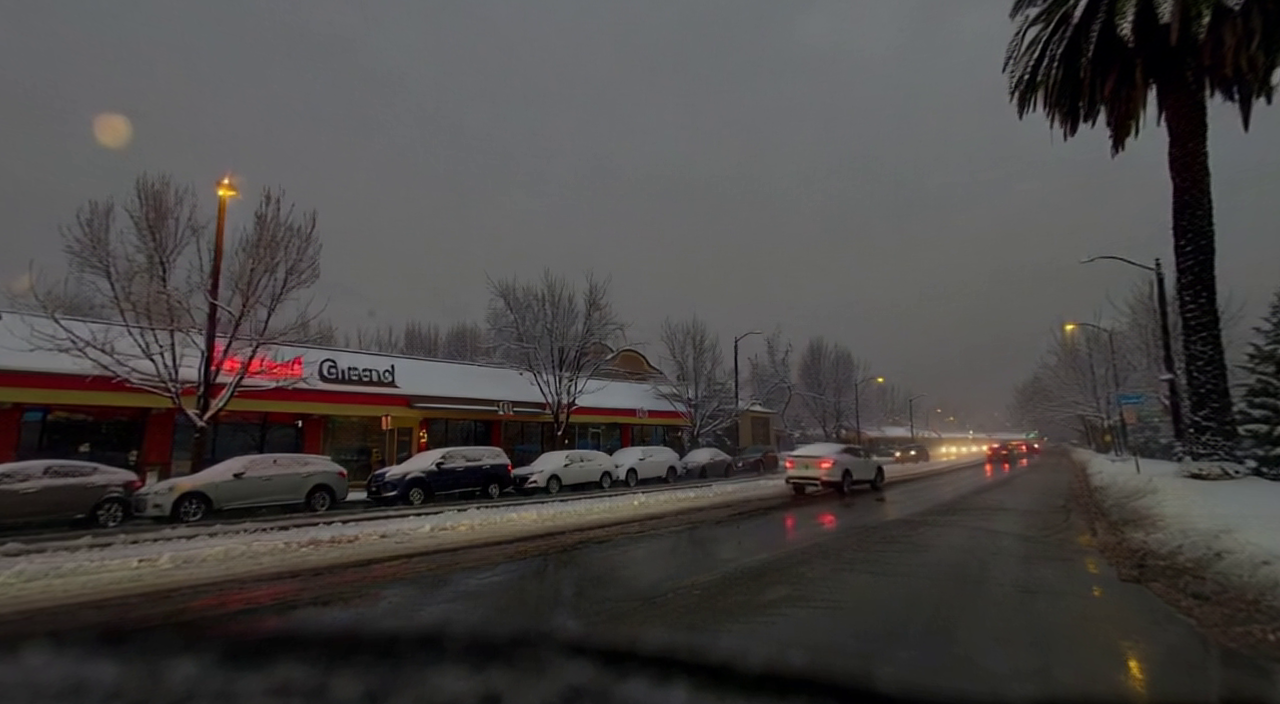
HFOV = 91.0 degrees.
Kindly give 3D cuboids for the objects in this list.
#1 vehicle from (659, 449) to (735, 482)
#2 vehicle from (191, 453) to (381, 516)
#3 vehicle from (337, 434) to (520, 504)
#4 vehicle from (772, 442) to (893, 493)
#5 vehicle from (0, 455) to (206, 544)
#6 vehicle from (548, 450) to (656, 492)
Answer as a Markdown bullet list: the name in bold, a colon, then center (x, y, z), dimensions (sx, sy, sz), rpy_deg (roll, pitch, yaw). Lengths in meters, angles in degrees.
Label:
- **vehicle**: center (2.869, 5.504, 30.876), dimensions (1.776, 1.448, 4.137), rpy_deg (-6, -11, 37)
- **vehicle**: center (-10.567, 3.900, 19.135), dimensions (1.900, 1.615, 4.573), rpy_deg (-6, -11, 37)
- **vehicle**: center (-6.175, 3.596, 18.994), dimensions (1.989, 1.792, 4.884), rpy_deg (-9, -15, 35)
- **vehicle**: center (6.703, 3.858, 21.520), dimensions (2.232, 1.513, 5.090), rpy_deg (-6, -11, 37)
- **vehicle**: center (-11.440, 2.739, 12.004), dimensions (1.854, 1.482, 4.756), rpy_deg (-6, -11, 37)
- **vehicle**: center (-1.409, 4.650, 25.001), dimensions (1.837, 1.468, 4.389), rpy_deg (-6, -11, 37)
